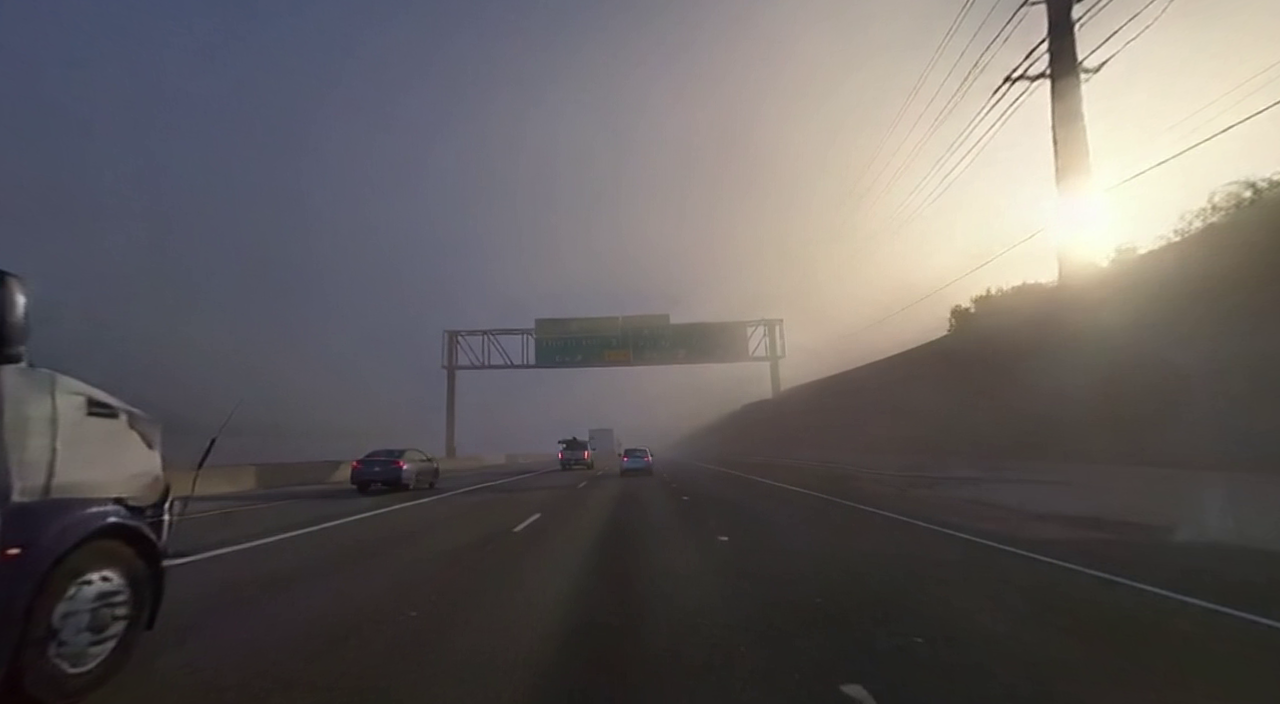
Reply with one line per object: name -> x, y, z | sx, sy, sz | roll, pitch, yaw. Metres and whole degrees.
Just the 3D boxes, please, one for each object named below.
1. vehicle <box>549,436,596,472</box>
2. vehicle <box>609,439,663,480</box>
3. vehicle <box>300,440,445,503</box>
vehicle -> -3.735, 5.746, 35.603 | 2.109, 1.840, 4.614 | 0, -9, 1
vehicle -> -0.148, 4.638, 27.361 | 2.178, 1.640, 4.071 | 0, -9, 0
vehicle -> -7.268, 3.285, 17.749 | 2.025, 1.510, 4.582 | 0, -9, 1
